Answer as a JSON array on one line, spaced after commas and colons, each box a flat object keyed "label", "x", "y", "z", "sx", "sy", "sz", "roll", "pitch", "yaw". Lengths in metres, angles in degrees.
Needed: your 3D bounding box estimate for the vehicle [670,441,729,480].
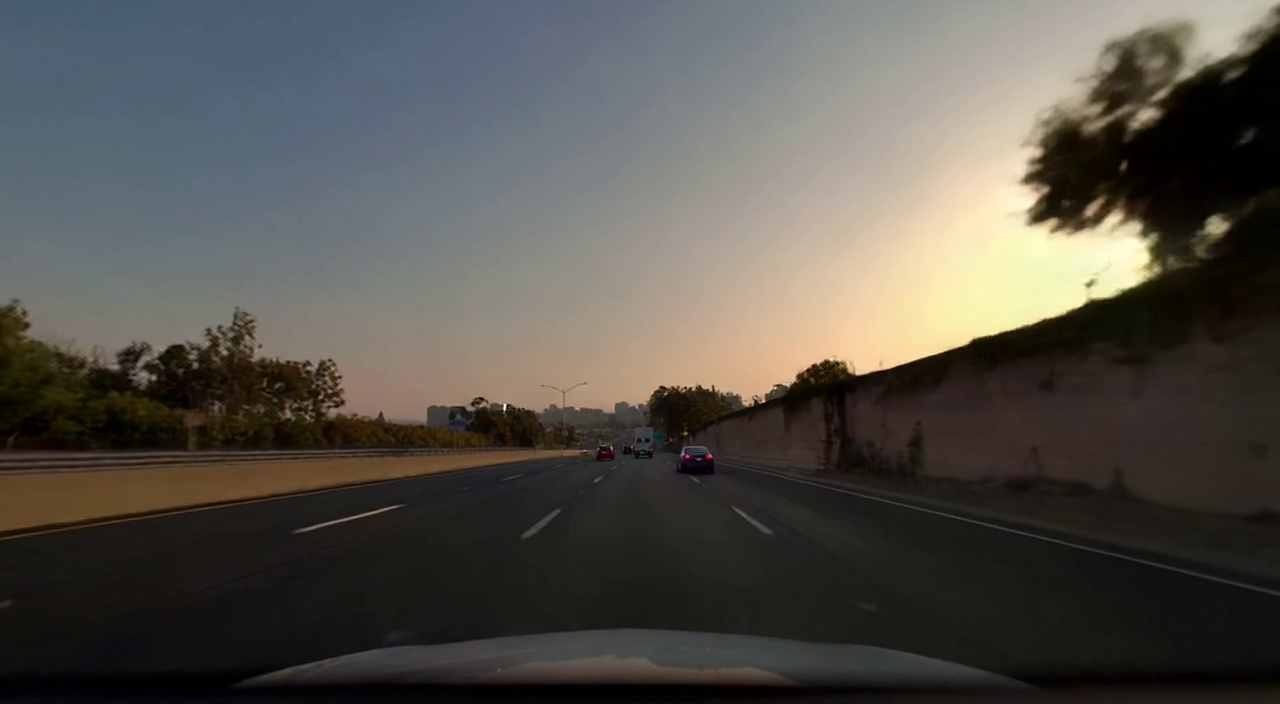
[{"label": "vehicle", "x": 2.456, "y": 4.610, "z": 27.052, "sx": 1.973, "sy": 1.536, "sz": 4.337, "roll": 0, "pitch": -9, "yaw": -2}]
